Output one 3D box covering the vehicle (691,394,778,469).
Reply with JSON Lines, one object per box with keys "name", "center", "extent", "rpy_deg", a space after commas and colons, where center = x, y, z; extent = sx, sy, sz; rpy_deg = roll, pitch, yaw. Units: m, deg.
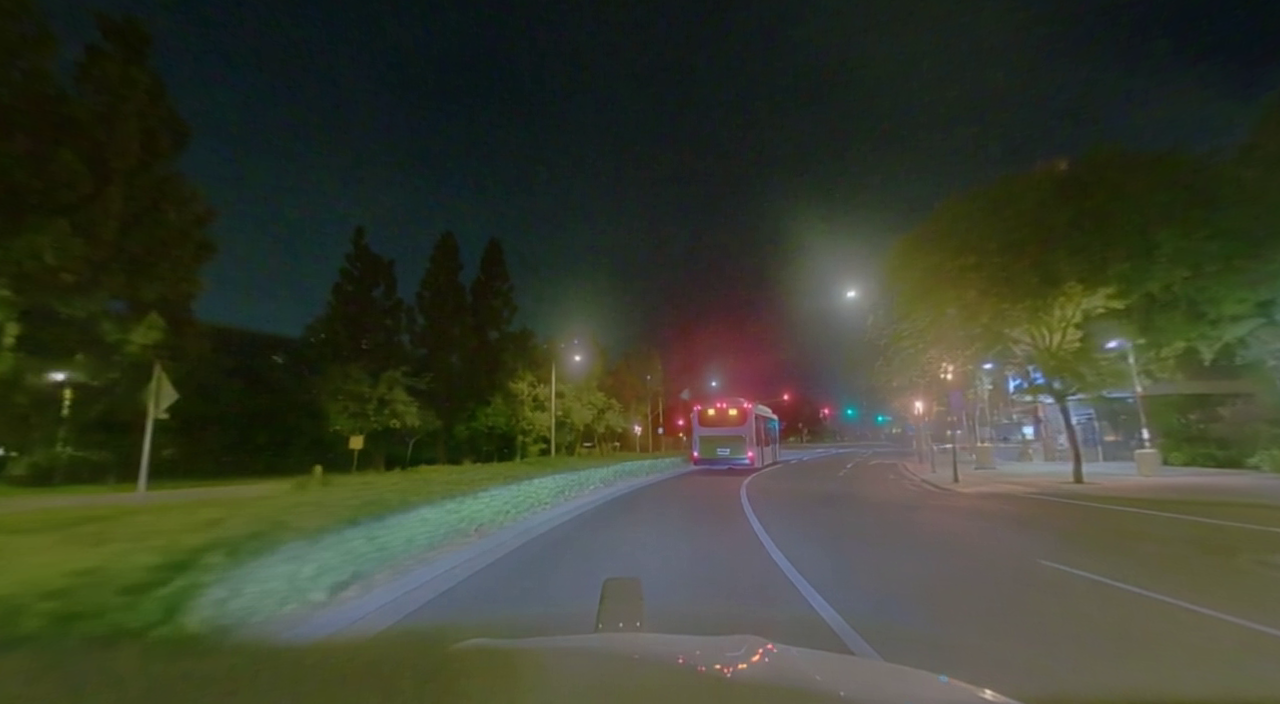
{"name": "vehicle", "center": [5.538, 4.528, 34.740], "extent": [3.031, 3.429, 11.005], "rpy_deg": [-3, -9, 17]}
